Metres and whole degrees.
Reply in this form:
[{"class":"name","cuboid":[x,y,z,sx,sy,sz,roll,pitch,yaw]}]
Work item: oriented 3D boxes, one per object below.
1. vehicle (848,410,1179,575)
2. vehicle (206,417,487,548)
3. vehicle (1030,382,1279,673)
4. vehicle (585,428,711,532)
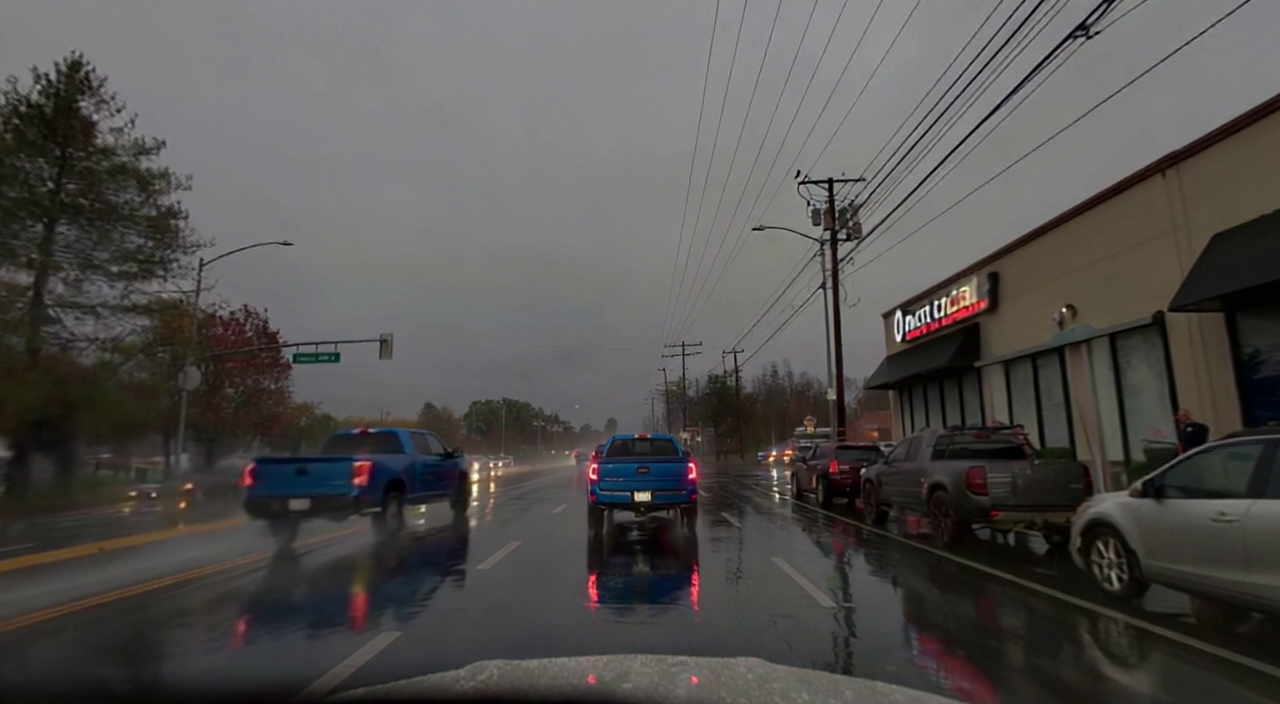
[{"class":"vehicle","cuboid":[4.930,1.912,9.431,2.007,1.786,4.870,0,-9,1]},{"class":"vehicle","cuboid":[-4.705,2.181,11.293,2.140,1.768,5.092,-1,-9,6]},{"class":"vehicle","cuboid":[4.911,1.085,3.922,2.014,1.755,4.520,0,-9,0]},{"class":"vehicle","cuboid":[0.165,2.479,12.822,2.089,1.699,4.650,0,-9,1]}]
